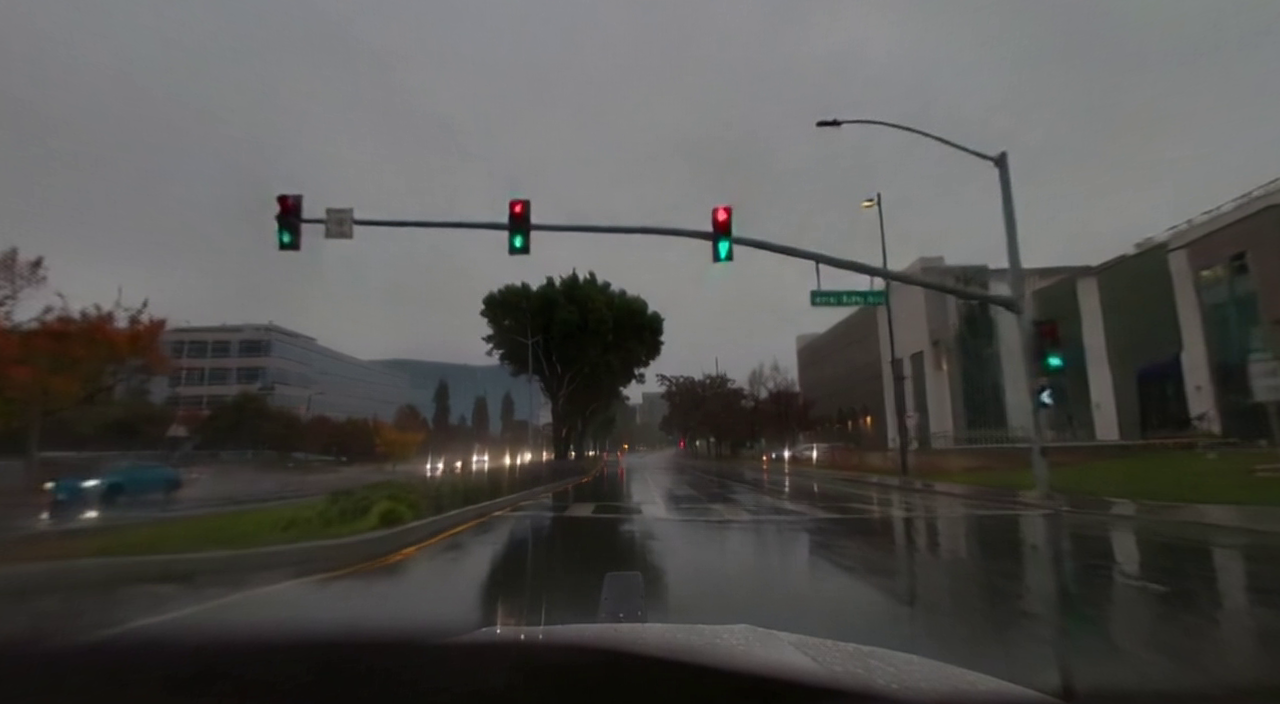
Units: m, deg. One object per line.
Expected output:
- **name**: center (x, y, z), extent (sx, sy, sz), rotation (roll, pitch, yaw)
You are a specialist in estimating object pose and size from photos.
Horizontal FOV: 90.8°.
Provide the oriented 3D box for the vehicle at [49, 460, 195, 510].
- **vehicle**: center (-19.362, 4.937, 23.934), extent (1.851, 1.502, 4.398), rotation (-3, -8, 0)
